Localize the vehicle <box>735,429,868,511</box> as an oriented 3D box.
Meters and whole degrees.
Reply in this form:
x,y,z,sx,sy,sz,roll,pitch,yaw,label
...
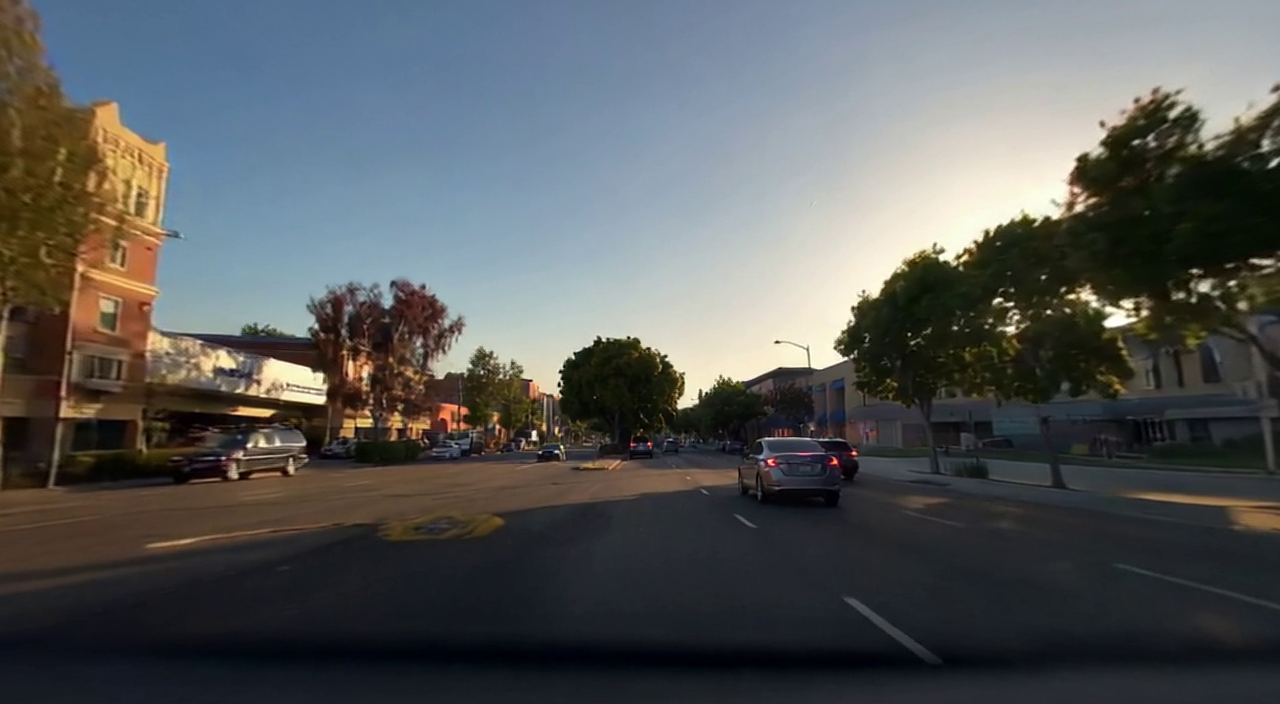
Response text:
x,y,z,sx,sy,sz,roll,pitch,yaw,label
3.602,2.711,14.896,2.072,1.669,3.836,0,-9,-1,vehicle

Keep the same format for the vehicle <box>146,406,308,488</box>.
x,y,z,sx,sy,sz,roll,pitch,yaw,label
-18.868,4.411,29.483,2.783,3.367,6.723,0,-9,1,vehicle

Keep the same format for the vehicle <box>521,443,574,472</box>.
x,y,z,sx,sy,sz,roll,pitch,yaw,label
-4.693,5.427,32.701,2.084,1.415,4.580,0,-9,-1,vehicle
